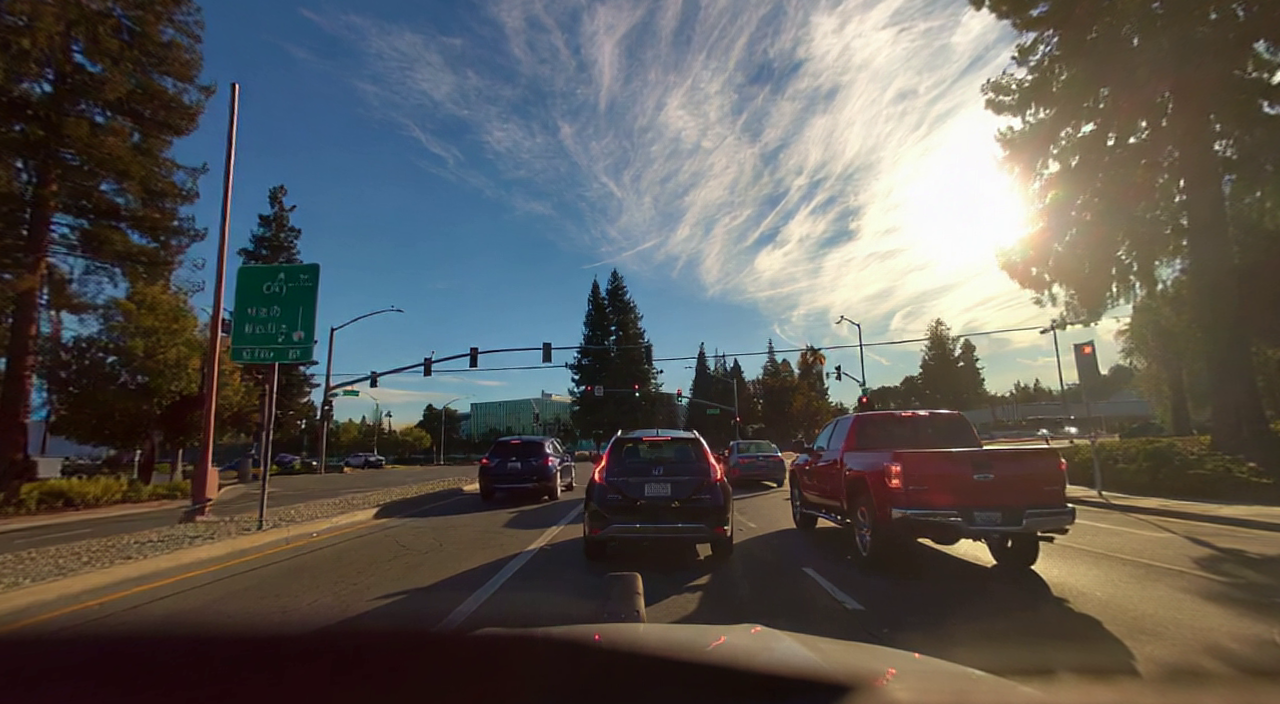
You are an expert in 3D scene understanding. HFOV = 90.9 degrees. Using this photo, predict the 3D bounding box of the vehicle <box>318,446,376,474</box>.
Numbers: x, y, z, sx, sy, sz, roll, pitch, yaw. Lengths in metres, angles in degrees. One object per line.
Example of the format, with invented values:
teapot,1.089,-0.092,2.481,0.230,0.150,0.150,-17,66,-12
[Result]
vehicle,-18.211,6.722,39.407,2.026,1.587,4.608,1,-8,-9

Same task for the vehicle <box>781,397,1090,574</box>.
vehicle,3.390,1.631,8.409,2.099,1.725,4.290,0,-8,1

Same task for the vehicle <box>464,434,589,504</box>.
vehicle,-2.700,2.949,16.429,2.133,1.496,5.150,0,-8,2

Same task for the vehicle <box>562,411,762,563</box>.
vehicle,0.247,1.776,8.976,2.168,1.641,4.039,0,-8,0
